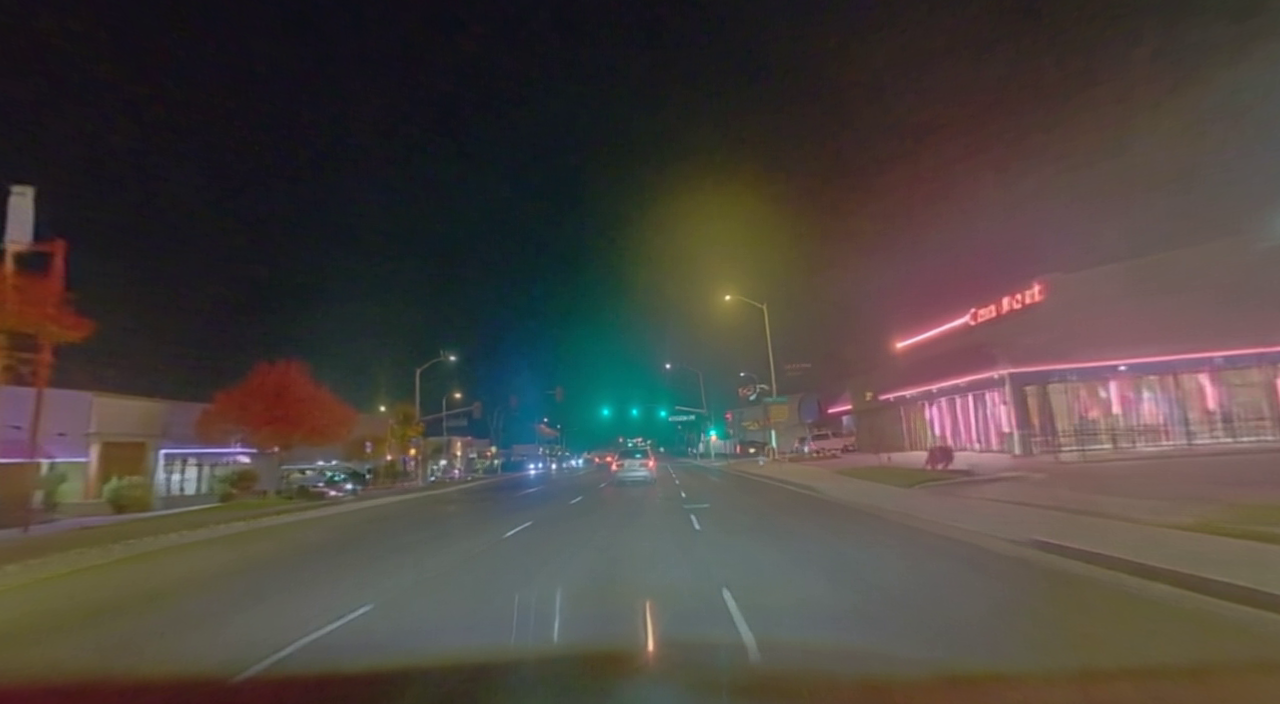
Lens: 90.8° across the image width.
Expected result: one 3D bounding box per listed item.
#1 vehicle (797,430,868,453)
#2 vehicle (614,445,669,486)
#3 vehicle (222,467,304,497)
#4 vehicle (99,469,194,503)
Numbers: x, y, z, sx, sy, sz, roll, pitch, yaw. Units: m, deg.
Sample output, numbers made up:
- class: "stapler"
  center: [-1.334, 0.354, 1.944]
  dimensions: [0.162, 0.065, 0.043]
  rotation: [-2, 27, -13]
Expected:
- class: "vehicle"
  center: [13.871, 6.468, 45.762]
  dimensions: [4.466, 1.553, 2.060]
  rotation: [1, -7, -1]
- class: "vehicle"
  center: [0.124, 4.410, 24.915]
  dimensions: [1.977, 1.451, 4.032]
  rotation: [-1, -9, 3]
- class: "vehicle"
  center: [-24.333, 8.335, 40.800]
  dimensions: [4.310, 1.663, 1.881]
  rotation: [6, -10, -34]
- class: "vehicle"
  center: [-29.659, 8.008, 38.073]
  dimensions: [4.261, 1.756, 1.915]
  rotation: [7, -11, -38]
